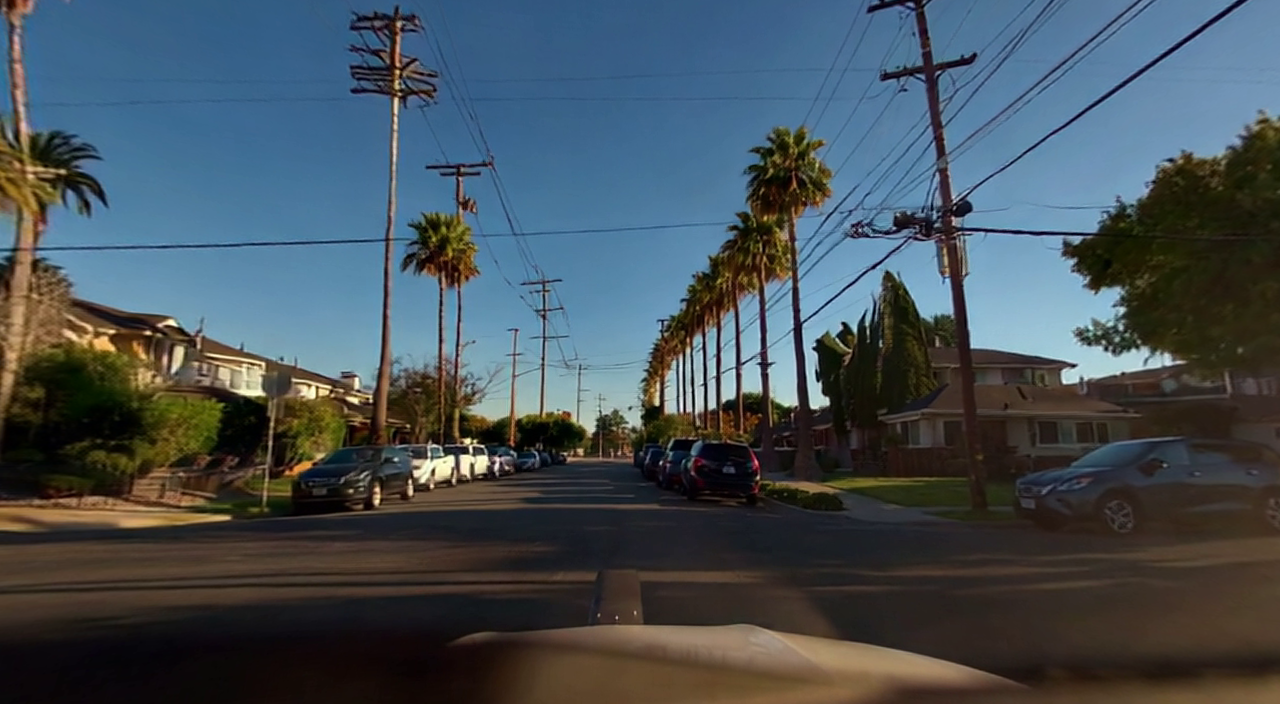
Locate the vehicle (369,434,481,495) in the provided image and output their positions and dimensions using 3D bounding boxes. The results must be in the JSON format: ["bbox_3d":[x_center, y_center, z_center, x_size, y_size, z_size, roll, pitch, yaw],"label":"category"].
[{"bbox_3d":[-7.703,4.110,23.482,2.301,1.939,6.143,0,-9,-3],"label":"vehicle"}]

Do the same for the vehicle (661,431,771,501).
[{"bbox_3d":[2.199,3.592,20.426,2.505,1.895,5.805,1,-9,-4],"label":"vehicle"}]

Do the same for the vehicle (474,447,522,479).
[{"bbox_3d":[-8.820,6.886,39.653,2.178,1.865,4.658,0,-9,-3],"label":"vehicle"}]

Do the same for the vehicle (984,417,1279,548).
[{"bbox_3d":[10.003,2.268,11.635,5.971,1.967,2.385,-1,-9,-6],"label":"vehicle"}]

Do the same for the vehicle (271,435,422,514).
[{"bbox_3d":[-7.365,3.089,16.479,2.198,1.724,4.493,1,-9,-6],"label":"vehicle"}]
